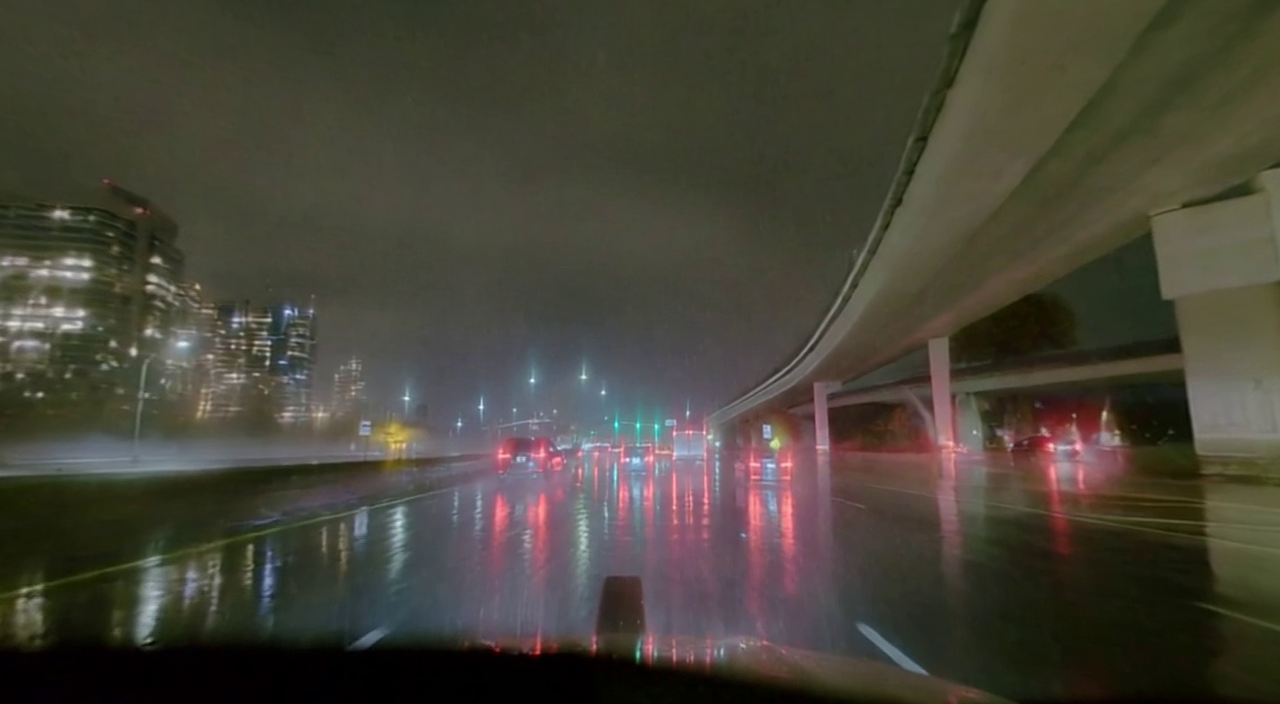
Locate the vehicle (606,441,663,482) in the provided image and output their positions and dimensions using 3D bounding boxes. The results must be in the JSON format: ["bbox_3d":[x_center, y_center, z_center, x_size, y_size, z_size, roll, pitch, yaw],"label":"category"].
[{"bbox_3d":[-0.183,4.340,25.190,2.089,1.493,3.964,0,-9,0],"label":"vehicle"}]

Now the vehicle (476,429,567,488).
[{"bbox_3d":[-3.995,3.694,22.094,2.142,1.819,4.648,0,-9,2],"label":"vehicle"}]

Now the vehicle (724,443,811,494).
[{"bbox_3d":[4.068,3.763,20.789,1.974,1.490,3.994,0,-9,-1],"label":"vehicle"}]

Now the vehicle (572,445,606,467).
[{"bbox_3d":[-3.473,7.202,43.713,1.868,1.431,4.055,0,-9,2],"label":"vehicle"}]

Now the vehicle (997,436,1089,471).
[{"bbox_3d":[25.433,6.431,40.095,2.376,1.988,6.109,-1,-9,6],"label":"vehicle"}]
